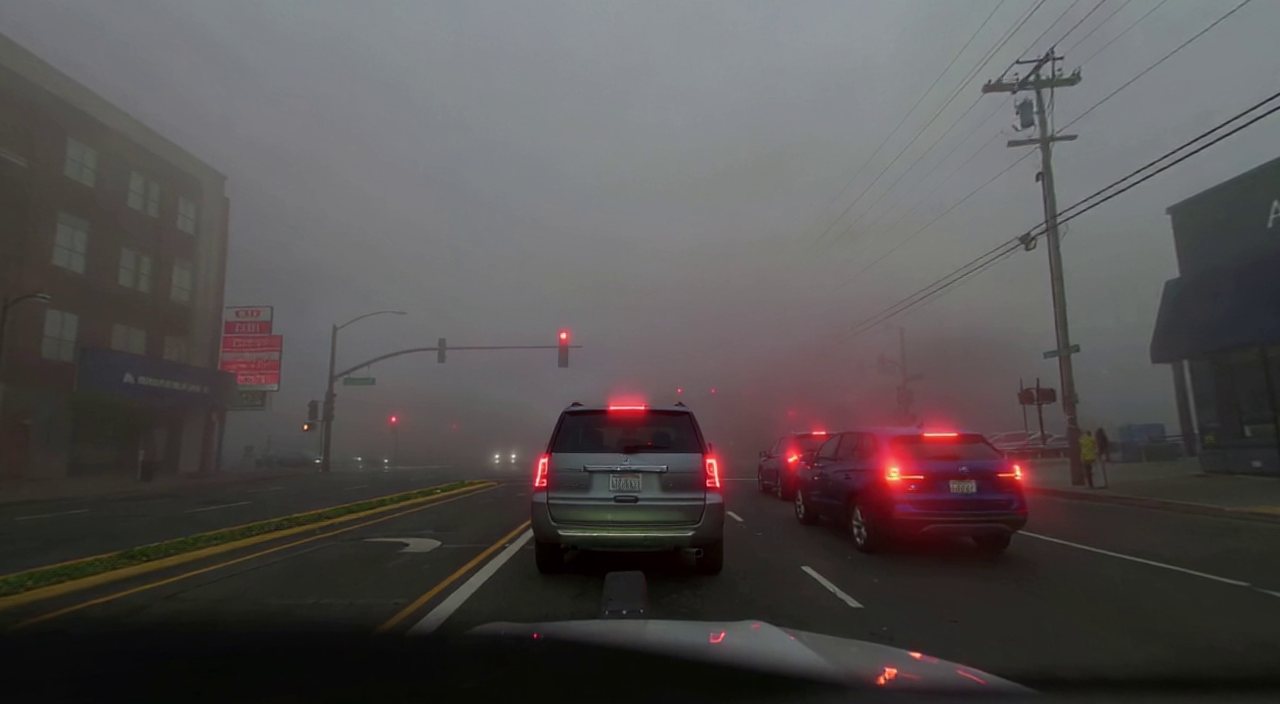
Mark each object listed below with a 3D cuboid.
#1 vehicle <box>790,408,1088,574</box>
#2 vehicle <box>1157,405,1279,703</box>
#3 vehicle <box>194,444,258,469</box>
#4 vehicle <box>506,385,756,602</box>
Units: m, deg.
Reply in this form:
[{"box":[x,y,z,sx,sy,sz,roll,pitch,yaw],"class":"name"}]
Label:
[{"box":[3.633,1.763,8.782,2.036,1.719,4.318,0,-8,0],"class":"vehicle"},{"box":[3.369,0.688,0.632,1.884,1.484,4.609,0,-8,2],"class":"vehicle"},{"box":[-27.389,6.880,41.891,1.693,1.563,3.716,0,-8,0],"class":"vehicle"},{"box":[0.007,1.539,7.686,2.154,1.861,4.280,0,-8,3],"class":"vehicle"}]
